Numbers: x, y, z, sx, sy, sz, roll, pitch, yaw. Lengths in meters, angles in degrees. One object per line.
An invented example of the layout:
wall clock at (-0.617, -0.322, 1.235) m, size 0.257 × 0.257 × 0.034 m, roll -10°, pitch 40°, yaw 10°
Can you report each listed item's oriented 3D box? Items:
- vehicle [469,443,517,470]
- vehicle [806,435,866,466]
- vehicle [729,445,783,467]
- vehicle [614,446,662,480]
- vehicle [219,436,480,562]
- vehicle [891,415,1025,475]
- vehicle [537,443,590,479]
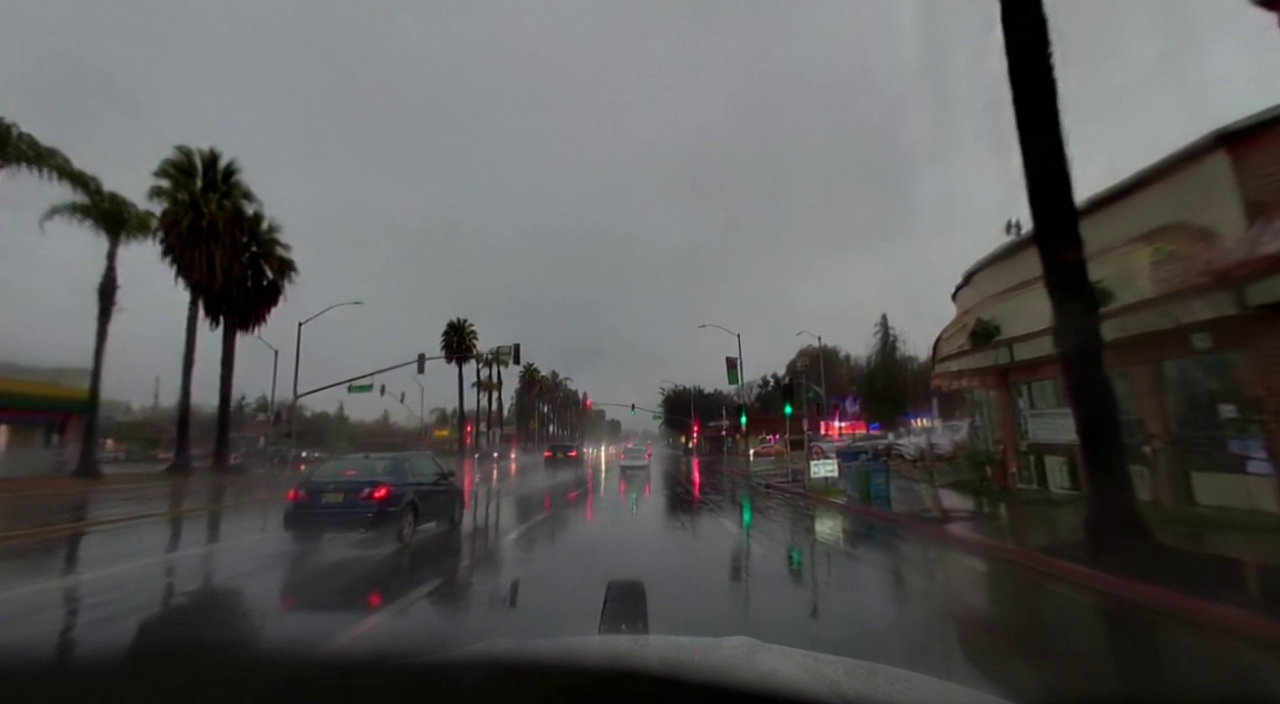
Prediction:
vehicle at (-11.327, 8.047, 48.670) m, size 2.286 × 1.922 × 5.328 m, roll 0°, pitch -8°, yaw 2°
vehicle at (11.245, 5.680, 36.304) m, size 1.982 × 1.623 × 4.211 m, roll 0°, pitch -8°, yaw -2°
vehicle at (8.709, 7.775, 47.079) m, size 3.980 × 1.486 × 2.059 m, roll 8°, pitch -12°, yaw -44°
vehicle at (-0.052, 5.176, 29.569) m, size 2.094 × 1.496 × 4.070 m, roll 0°, pitch -8°, yaw 1°
vehicle at (-4.110, 2.117, 9.888) m, size 1.904 × 1.513 × 4.410 m, roll 0°, pitch -8°, yaw 1°
vehicle at (11.186, 3.368, 22.653) m, size 2.111 × 1.875 × 5.301 m, roll -1°, pitch -8°, yaw 1°
vehicle at (-3.640, 5.280, 30.714) m, size 1.979 × 1.634 × 3.957 m, roll 0°, pitch -8°, yaw 2°
